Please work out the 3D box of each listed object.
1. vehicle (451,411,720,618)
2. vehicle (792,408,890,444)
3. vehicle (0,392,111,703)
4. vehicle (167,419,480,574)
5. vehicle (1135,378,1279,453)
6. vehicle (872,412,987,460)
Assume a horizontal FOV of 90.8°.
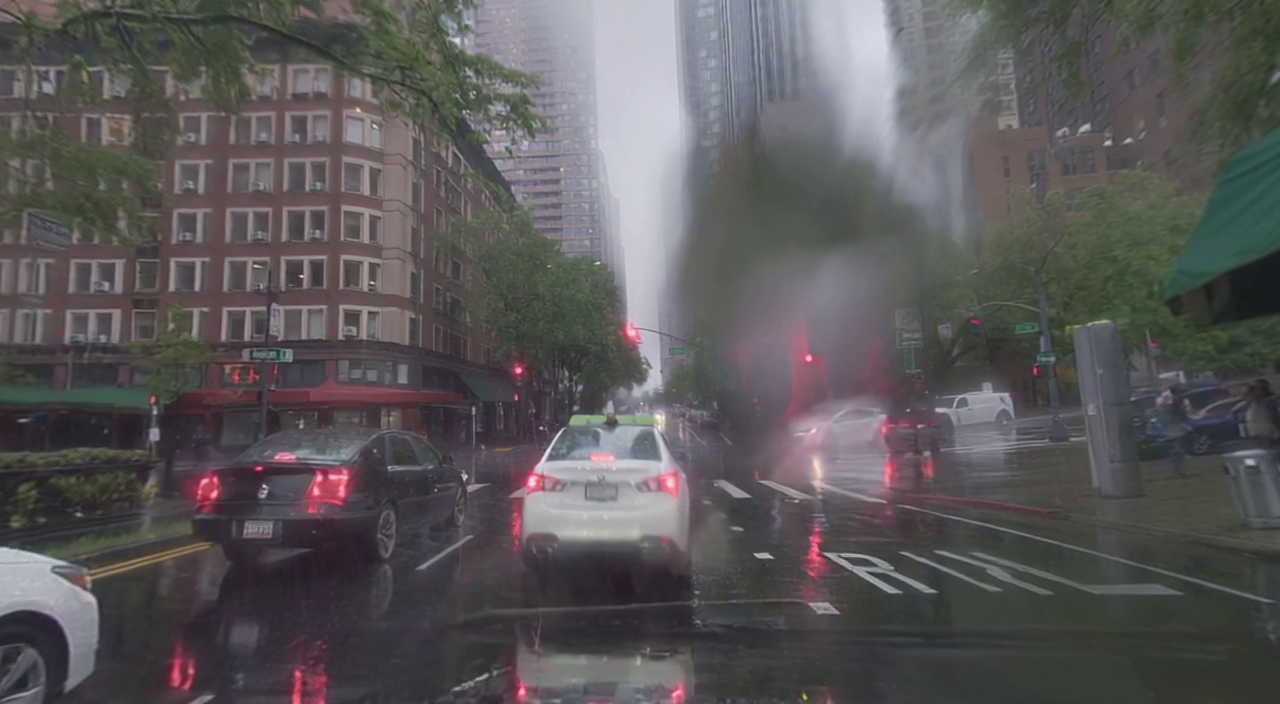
[{"bbox_3d":[-0.423,1.501,6.729,1.999,1.520,3.896,0,-8,-1],"label":"vehicle"},{"bbox_3d":[10.465,3.923,32.947,4.657,1.769,1.979,4,-9,-24],"label":"vehicle"},{"bbox_3d":[-3.920,0.705,1.186,1.995,1.524,4.438,0,-8,0],"label":"vehicle"},{"bbox_3d":[-3.696,1.756,8.472,1.934,1.522,4.287,0,-8,0],"label":"vehicle"},{"bbox_3d":[21.622,2.356,22.887,5.863,2.493,2.354,2,-9,-12],"label":"vehicle"},{"bbox_3d":[10.992,3.199,23.900,4.392,1.667,1.958,6,-10,-35],"label":"vehicle"}]
